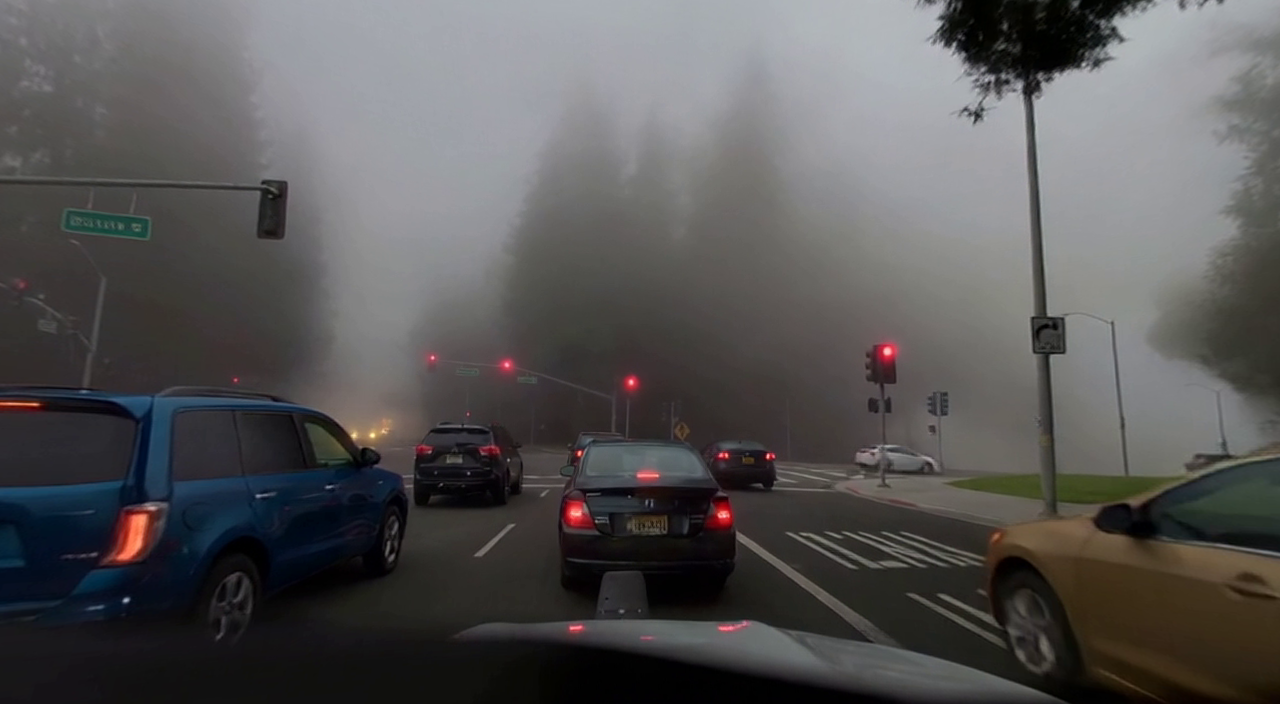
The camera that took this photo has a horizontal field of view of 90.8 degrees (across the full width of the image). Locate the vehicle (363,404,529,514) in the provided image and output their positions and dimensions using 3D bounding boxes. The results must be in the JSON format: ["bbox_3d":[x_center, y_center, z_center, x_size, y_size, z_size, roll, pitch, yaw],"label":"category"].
[{"bbox_3d":[-4.028,2.359,14.366,2.305,1.984,5.586,0,-8,-3],"label":"vehicle"}]

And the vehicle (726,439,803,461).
[{"bbox_3d":[8.706,6.857,44.320,4.971,1.482,1.900,2,-9,-14],"label":"vehicle"}]

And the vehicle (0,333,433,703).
[{"bbox_3d":[-3.204,1.096,4.820,1.924,1.737,4.387,0,-8,-3],"label":"vehicle"}]

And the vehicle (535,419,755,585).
[{"bbox_3d":[-0.079,1.691,8.035,2.001,1.483,4.442,0,-8,-3],"label":"vehicle"}]

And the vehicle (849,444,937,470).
[{"bbox_3d":[15.394,6.382,38.521,4.609,1.513,1.861,1,-9,-8],"label":"vehicle"}]

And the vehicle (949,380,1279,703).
[{"bbox_3d":[3.290,0.840,2.029,2.100,1.524,4.746,0,-8,-1],"label":"vehicle"}]
